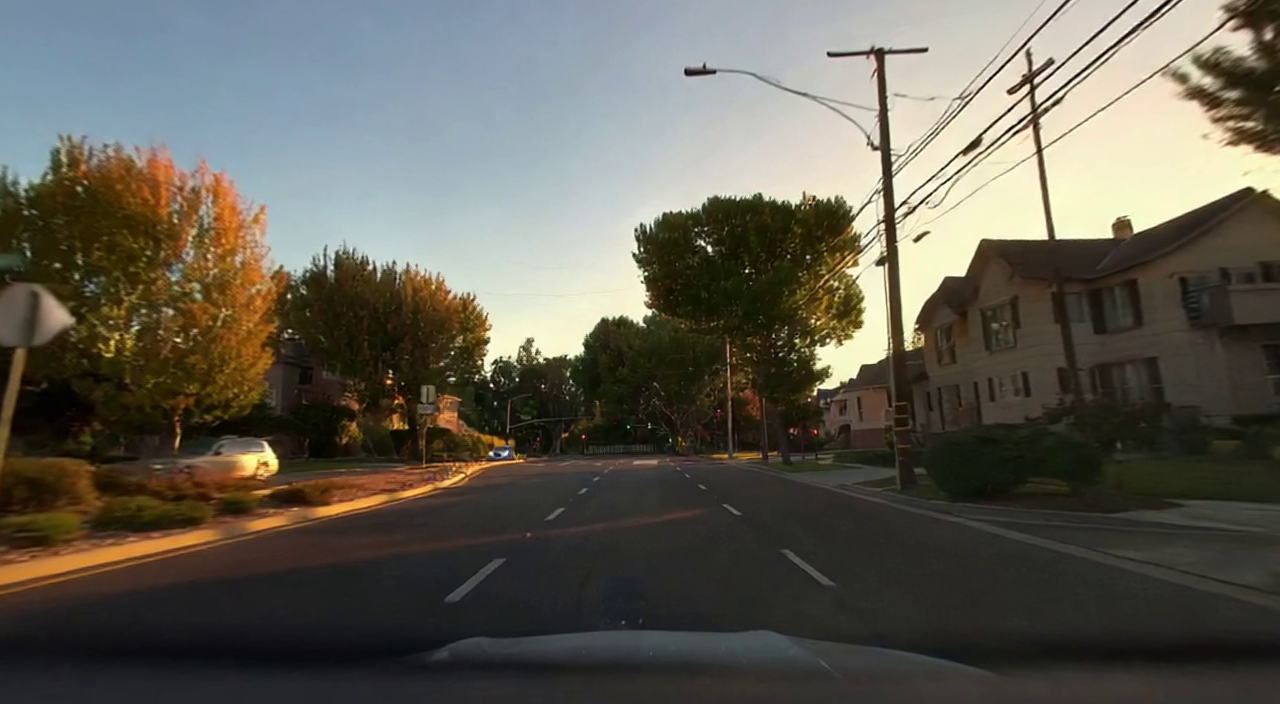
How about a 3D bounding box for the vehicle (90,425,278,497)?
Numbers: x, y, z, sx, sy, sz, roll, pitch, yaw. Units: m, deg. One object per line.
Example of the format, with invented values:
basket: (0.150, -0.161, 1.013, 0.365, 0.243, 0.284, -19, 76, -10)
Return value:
vehicle: (-15.142, 3.652, 21.437, 2.184, 2.092, 5.593, 0, -9, 0)
